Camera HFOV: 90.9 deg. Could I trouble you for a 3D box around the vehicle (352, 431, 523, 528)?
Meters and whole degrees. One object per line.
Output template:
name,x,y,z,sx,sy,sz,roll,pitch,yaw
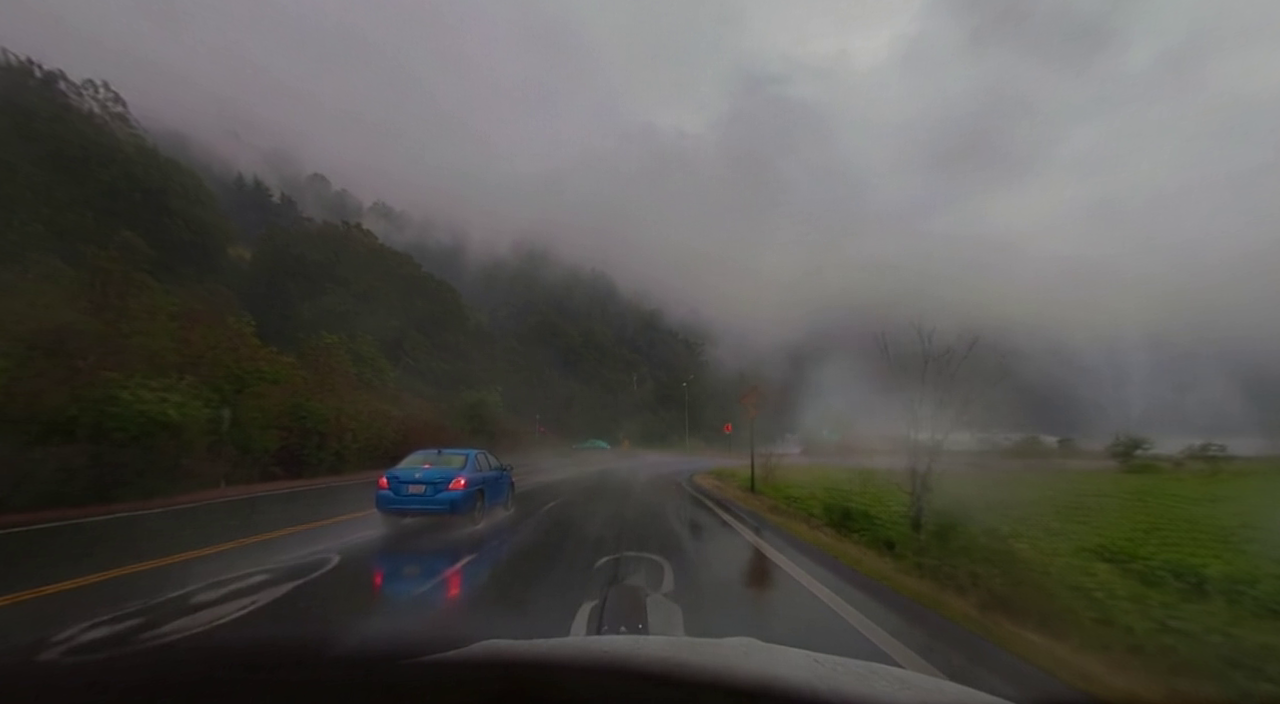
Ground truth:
vehicle,-3.786,2.465,12.647,2.078,1.607,3.959,0,-9,1
